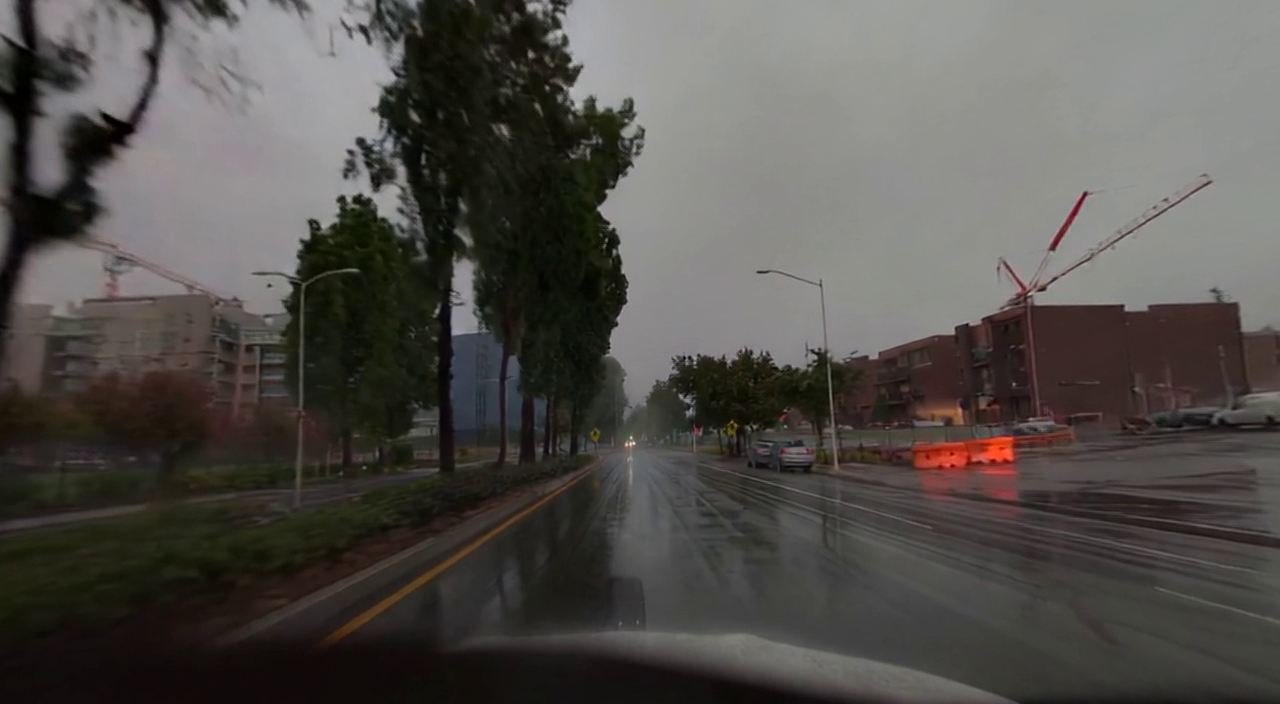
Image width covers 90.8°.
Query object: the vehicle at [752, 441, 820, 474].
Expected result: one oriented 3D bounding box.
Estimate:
[{"bbox_3d":[7.039,5.128,30.982,1.986,1.498,5.099,0,-8,-2],"label":"vehicle"}]
